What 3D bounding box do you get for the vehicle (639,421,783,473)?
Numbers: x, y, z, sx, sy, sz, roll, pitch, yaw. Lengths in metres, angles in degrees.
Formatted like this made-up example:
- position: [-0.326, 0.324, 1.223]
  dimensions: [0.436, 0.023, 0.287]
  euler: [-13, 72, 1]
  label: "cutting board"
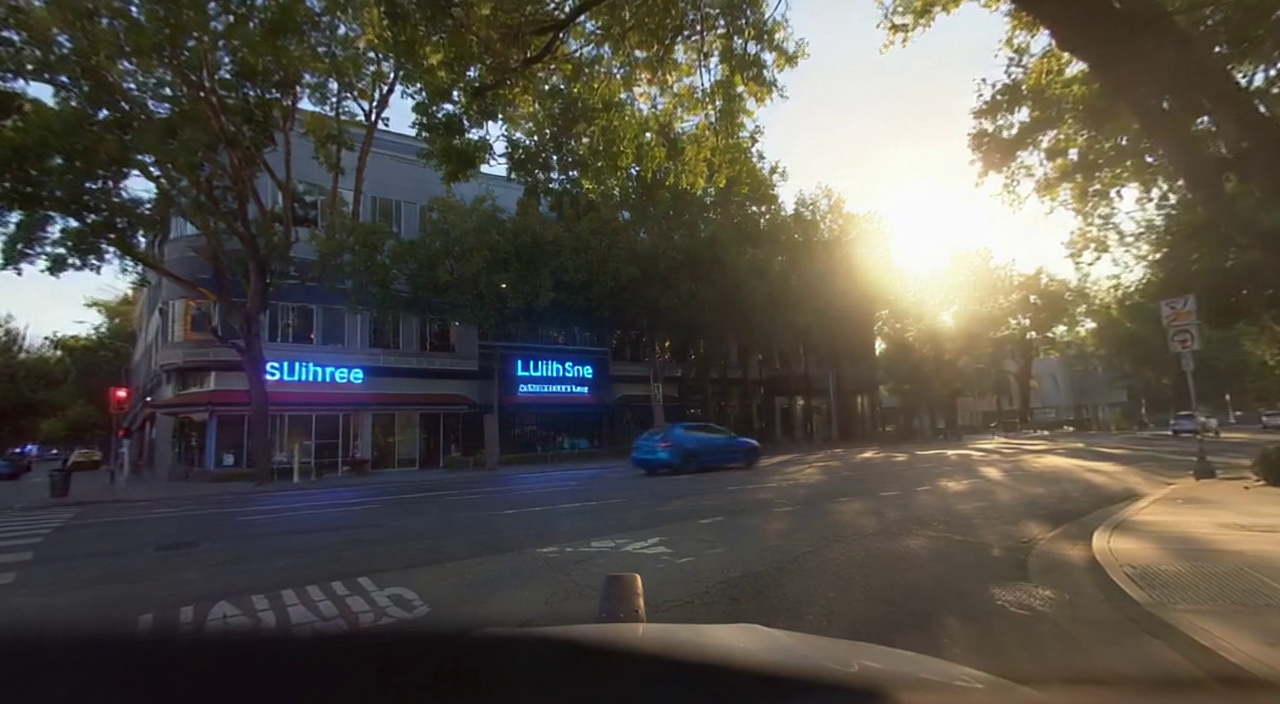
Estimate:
- position: [2.309, 3.021, 20.146]
  dimensions: [4.442, 1.458, 1.902]
  euler: [6, -11, -36]
  label: "vehicle"
